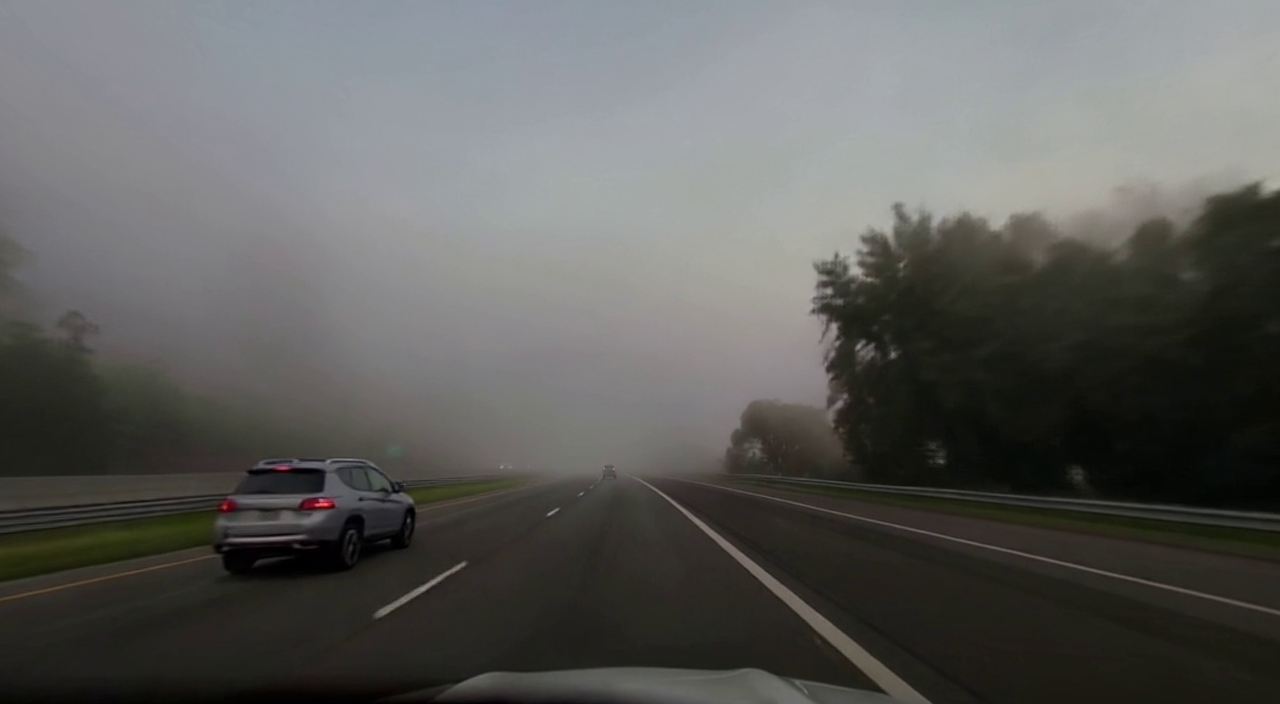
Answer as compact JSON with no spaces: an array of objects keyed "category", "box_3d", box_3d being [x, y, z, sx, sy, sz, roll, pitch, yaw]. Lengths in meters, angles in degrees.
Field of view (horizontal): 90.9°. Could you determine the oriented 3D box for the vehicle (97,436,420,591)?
[{"category":"vehicle","box_3d":[-4.632,2.029,8.480,2.025,1.584,3.657,1,-10,-1]}]
